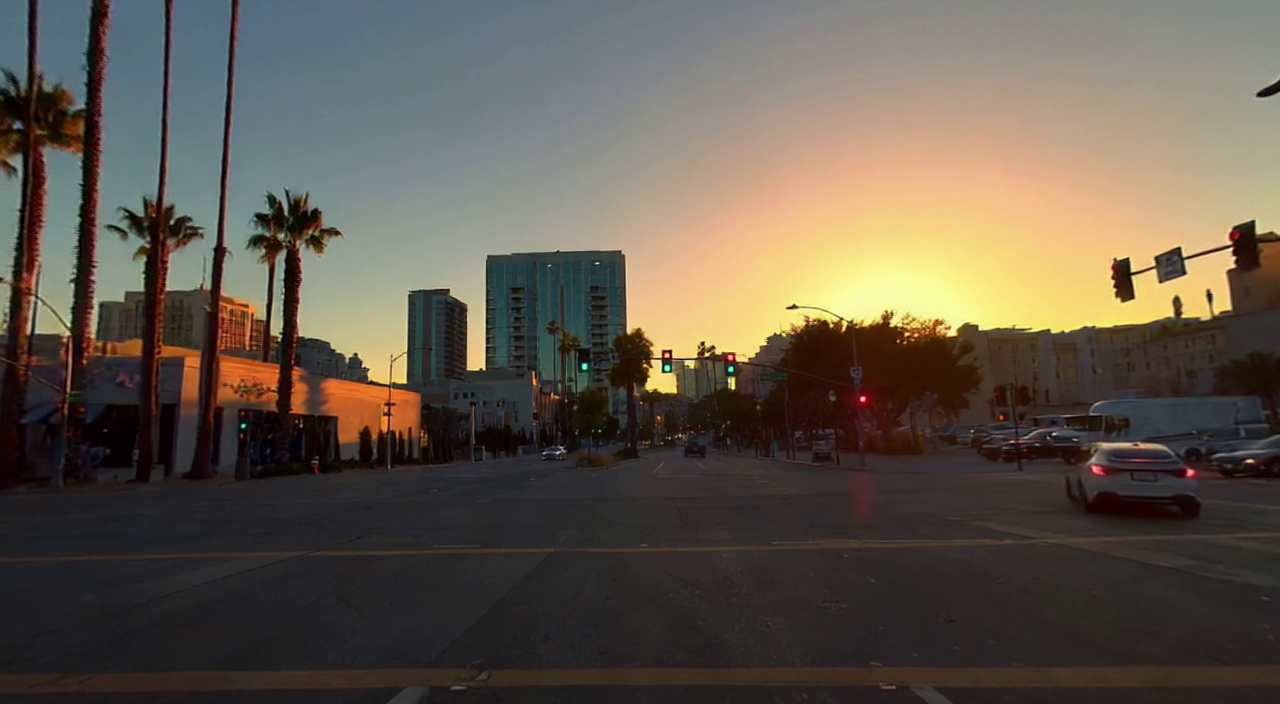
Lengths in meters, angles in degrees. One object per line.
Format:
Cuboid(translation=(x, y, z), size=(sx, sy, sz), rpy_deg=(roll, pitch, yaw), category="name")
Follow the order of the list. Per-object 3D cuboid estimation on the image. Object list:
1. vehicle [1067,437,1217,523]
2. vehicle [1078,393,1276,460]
Cuboid(translation=(10.450, 2.610, 13.520), size=(2.003, 1.475, 4.520), rpy_deg=(-5, -10, 33), category="vehicle")
Cuboid(translation=(32.628, 4.722, 39.330), size=(2.863, 3.609, 10.252), rpy_deg=(0, -8, -3), category="vehicle")
